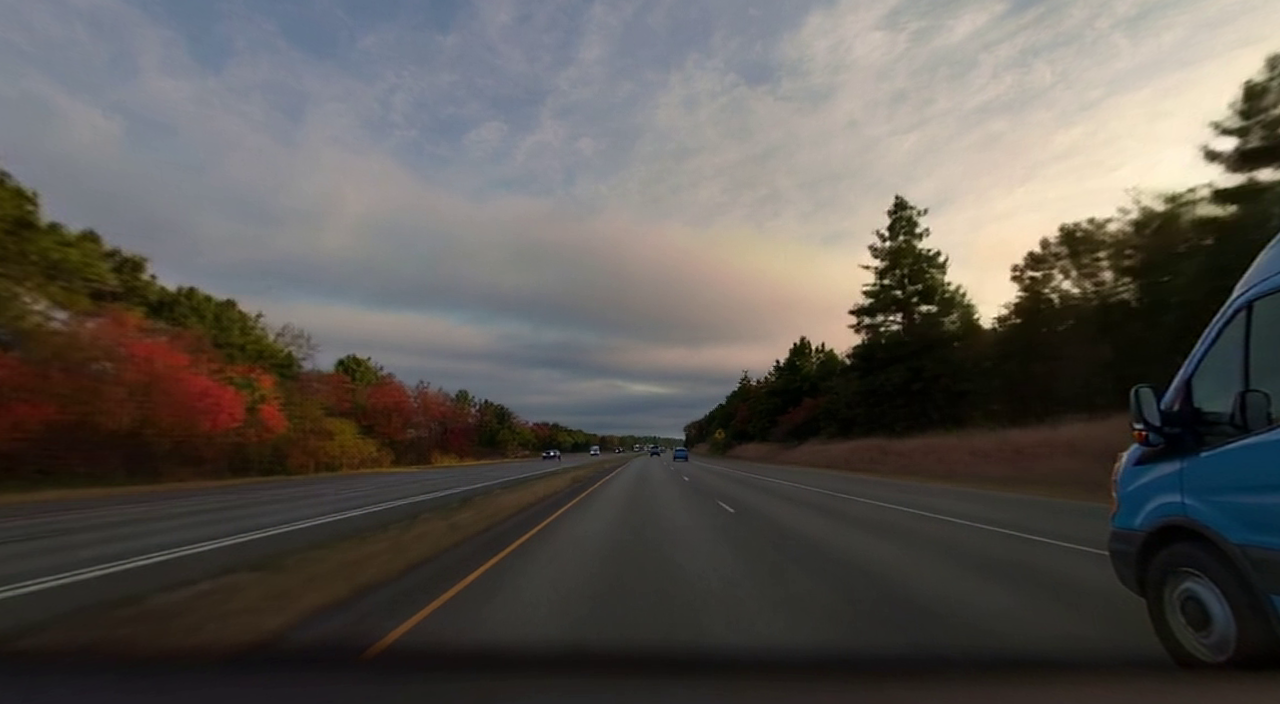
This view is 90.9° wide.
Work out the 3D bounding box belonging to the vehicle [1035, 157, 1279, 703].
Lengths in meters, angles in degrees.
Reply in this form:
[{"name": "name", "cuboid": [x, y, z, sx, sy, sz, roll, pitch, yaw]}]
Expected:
[{"name": "vehicle", "cuboid": [4.044, 0.202, 1.164, 2.522, 2.556, 6.180, 0, -9, 0]}]
